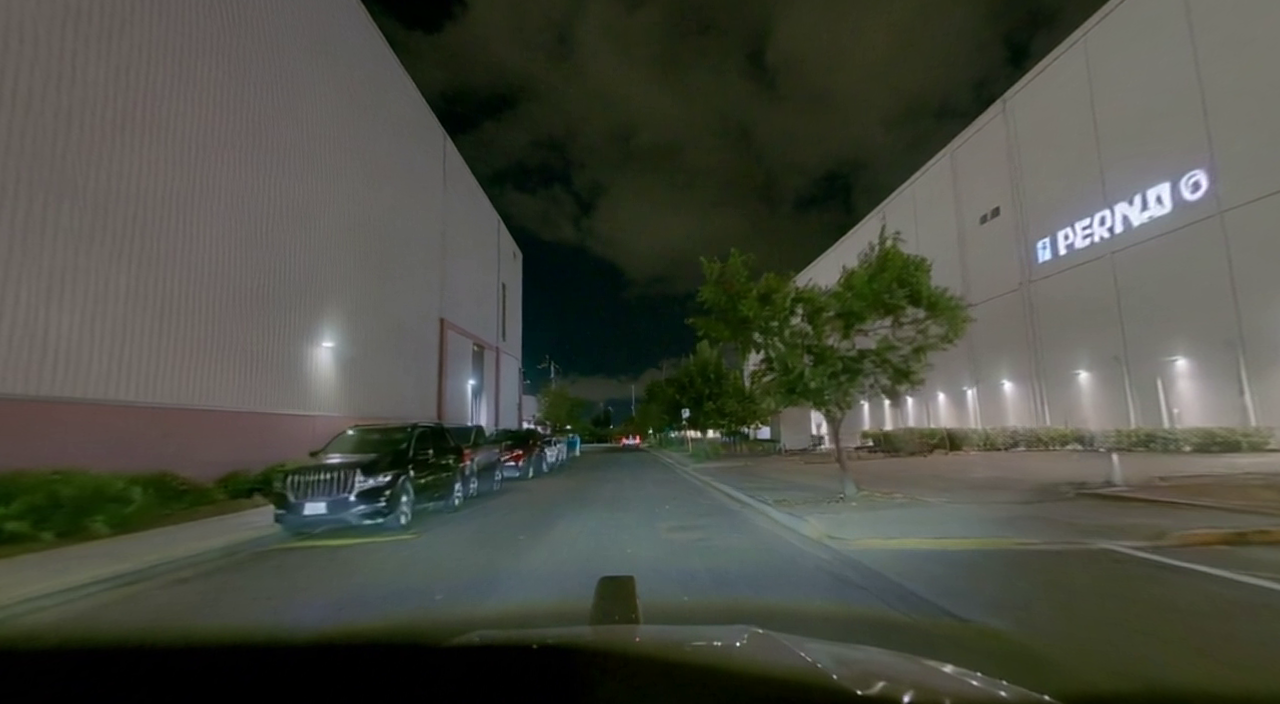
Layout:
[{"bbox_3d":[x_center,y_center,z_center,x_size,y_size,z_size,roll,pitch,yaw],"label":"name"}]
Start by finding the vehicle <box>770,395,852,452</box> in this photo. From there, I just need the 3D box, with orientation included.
[{"bbox_3d":[10.259,4.462,38.678,2.622,3.108,7.053,0,-8,-3],"label":"vehicle"}]

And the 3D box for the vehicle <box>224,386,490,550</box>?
[{"bbox_3d":[-4.069,1.840,10.298,2.161,1.843,5.181,-3,-10,-3],"label":"vehicle"}]
